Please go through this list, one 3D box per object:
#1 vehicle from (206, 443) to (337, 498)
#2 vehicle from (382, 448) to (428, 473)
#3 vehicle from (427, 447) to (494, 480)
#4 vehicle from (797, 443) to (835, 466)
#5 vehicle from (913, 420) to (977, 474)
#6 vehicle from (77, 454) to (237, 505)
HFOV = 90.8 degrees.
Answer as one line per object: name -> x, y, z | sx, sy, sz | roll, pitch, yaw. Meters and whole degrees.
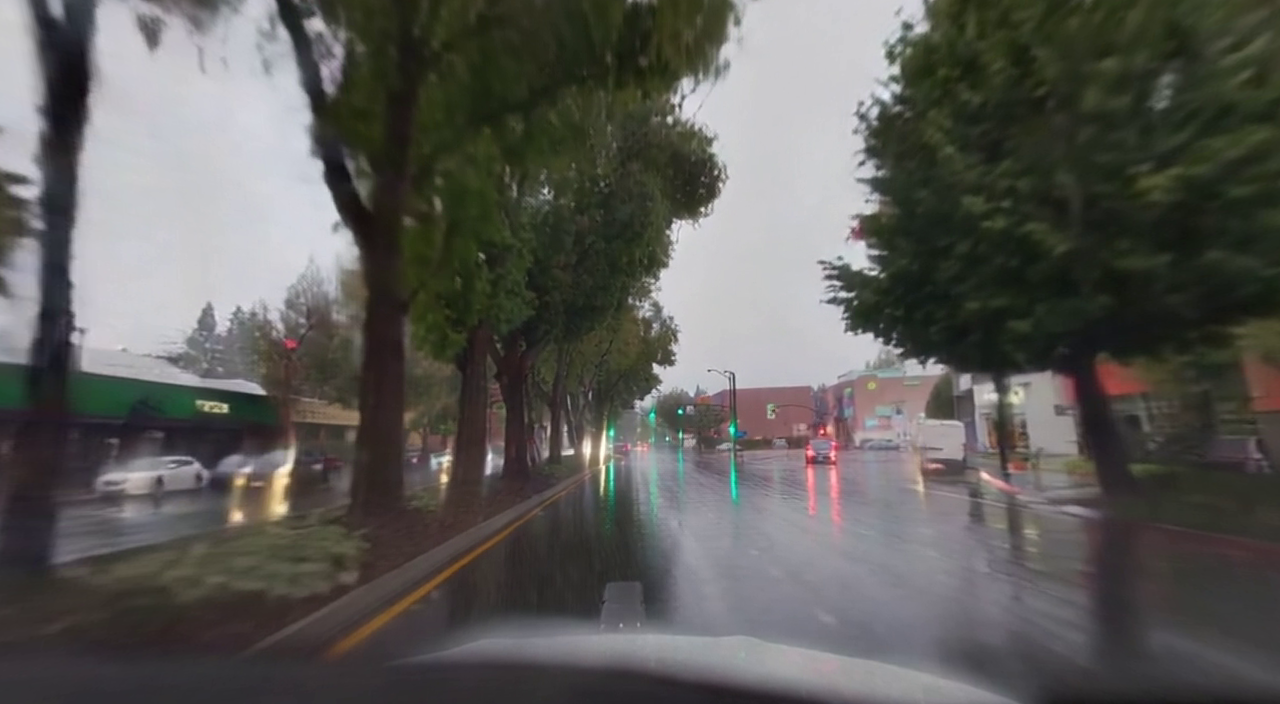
vehicle -> -12.082, 3.868, 21.085 | 1.883, 1.609, 4.102 | 0, -9, -1
vehicle -> -16.690, 7.683, 45.105 | 1.808, 1.670, 3.937 | 0, -9, -1
vehicle -> -8.718, 5.423, 31.064 | 1.960, 1.461, 4.433 | 0, -9, 0
vehicle -> 12.391, 7.161, 44.266 | 1.961, 1.485, 4.762 | -4, -9, 22
vehicle -> 16.795, 5.254, 35.096 | 2.311, 2.722, 5.823 | -3, -9, 18
vehicle -> -16.376, 4.300, 21.829 | 1.856, 1.496, 4.686 | 0, -9, -1
